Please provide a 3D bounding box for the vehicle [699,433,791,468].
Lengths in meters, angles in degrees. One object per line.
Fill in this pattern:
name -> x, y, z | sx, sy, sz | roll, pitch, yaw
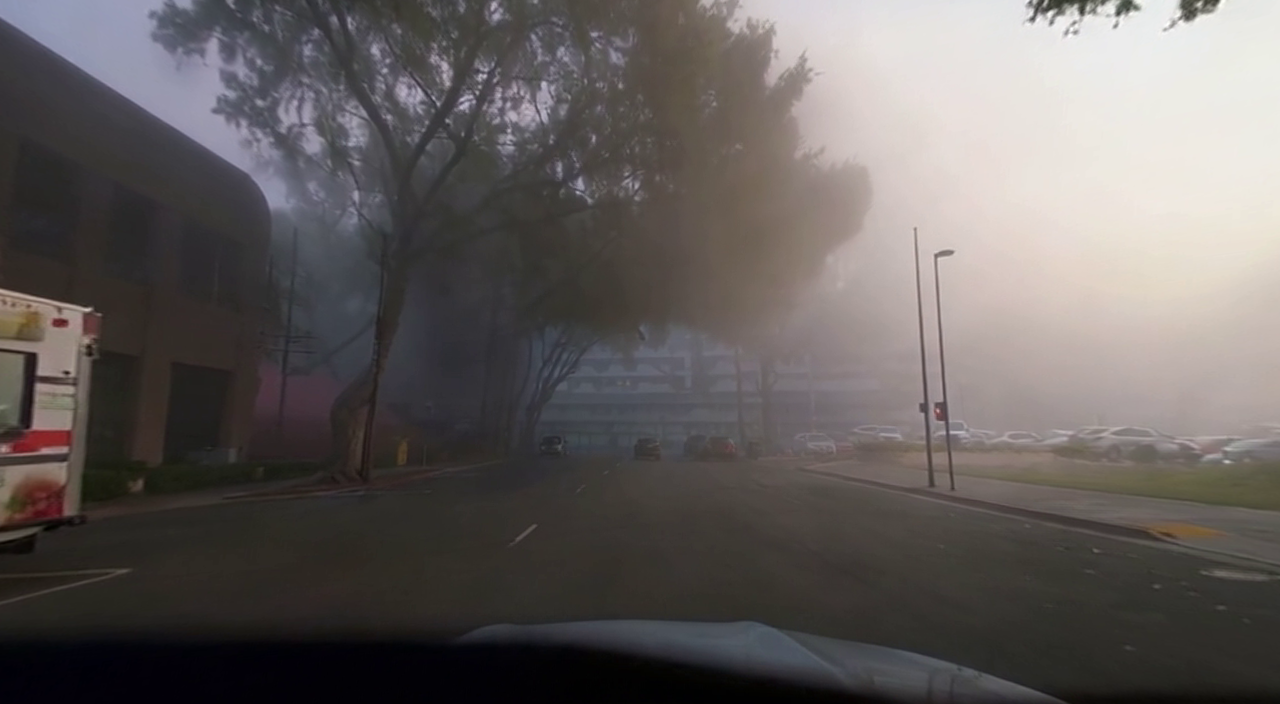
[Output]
vehicle -> 5.549, 5.151, 33.208 | 4.626, 1.723, 1.939 | 5, -10, -32

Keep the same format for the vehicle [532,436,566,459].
vehicle -> -7.062, 7.486, 49.631 | 1.993, 1.640, 4.457 | 0, -8, 0

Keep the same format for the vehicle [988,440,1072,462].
vehicle -> 26.954, 6.865, 43.745 | 4.558, 1.452, 1.790 | 0, -8, -1

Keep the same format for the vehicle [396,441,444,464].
vehicle -> -16.450, 7.498, 47.444 | 1.850, 1.531, 4.256 | 0, -7, 4

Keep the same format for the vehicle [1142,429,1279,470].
vehicle -> 26.908, 4.583, 29.810 | 4.591, 1.808, 2.016 | 0, -9, 1

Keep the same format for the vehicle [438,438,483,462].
vehicle -> -13.584, 7.438, 48.088 | 1.888, 1.657, 4.138 | 0, -7, 5

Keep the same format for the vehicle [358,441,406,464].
vehicle -> -19.468, 7.598, 47.826 | 1.880, 1.617, 3.870 | -1, -8, 2

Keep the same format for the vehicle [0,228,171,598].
vehicle -> -7.071, 0.320, 3.915 | 2.968, 3.222, 7.036 | -1, -8, -1

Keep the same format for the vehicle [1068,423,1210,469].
vehicle -> 26.132, 4.939, 33.223 | 5.596, 2.168, 2.307 | 2, -8, -3

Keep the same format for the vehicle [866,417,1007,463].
vehicle -> 14.066, 4.194, 30.220 | 5.540, 2.045, 2.259 | 0, -8, -1
